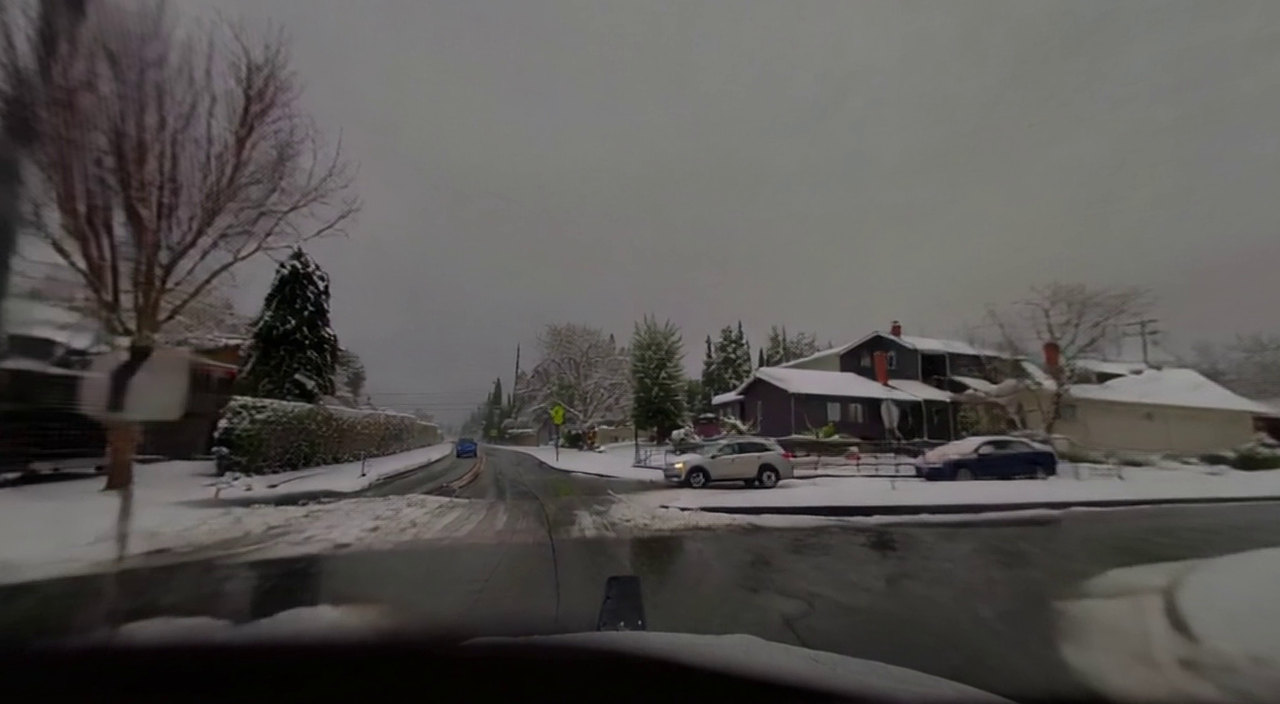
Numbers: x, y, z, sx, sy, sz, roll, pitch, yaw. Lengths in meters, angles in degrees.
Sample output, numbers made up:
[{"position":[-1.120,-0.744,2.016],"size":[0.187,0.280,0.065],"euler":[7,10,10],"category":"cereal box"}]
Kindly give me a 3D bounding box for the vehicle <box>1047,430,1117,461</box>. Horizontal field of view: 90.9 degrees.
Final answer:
[{"position":[22.607,4.814,32.390],"size":[1.825,1.482,4.073],"euler":[-3,-10,20],"category":"vehicle"}]

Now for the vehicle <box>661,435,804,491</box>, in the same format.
[{"position":[2.643,3.256,18.635],"size":[3.772,1.531,1.949],"euler":[1,-9,-6],"category":"vehicle"}]

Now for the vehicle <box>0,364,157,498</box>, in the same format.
[{"position":[-18.422,2.396,19.722],"size":[2.438,3.594,5.582],"euler":[2,-7,-7],"category":"vehicle"}]

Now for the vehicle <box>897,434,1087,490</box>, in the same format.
[{"position":[10.312,3.278,18.803],"size":[4.378,1.543,2.080],"euler":[-1,-9,4],"category":"vehicle"}]
